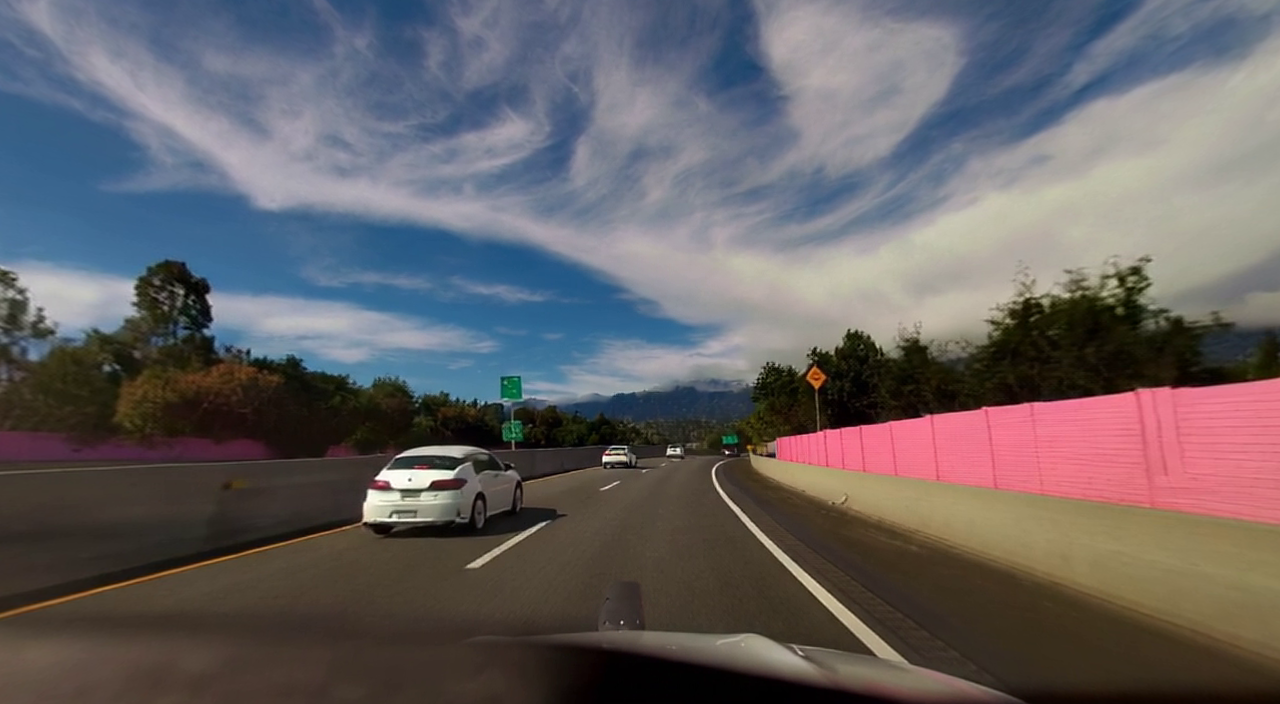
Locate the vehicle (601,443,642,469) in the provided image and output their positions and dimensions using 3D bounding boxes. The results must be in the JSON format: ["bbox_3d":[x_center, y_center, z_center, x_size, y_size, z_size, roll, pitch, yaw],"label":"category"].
[{"bbox_3d":[-1.001,6.050,36.864,1.746,1.405,4.339,-1,-9,7],"label":"vehicle"}]

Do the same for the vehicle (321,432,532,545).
[{"bbox_3d":[-3.163,2.101,10.342,1.884,1.469,3.959,-1,-9,3],"label":"vehicle"}]
